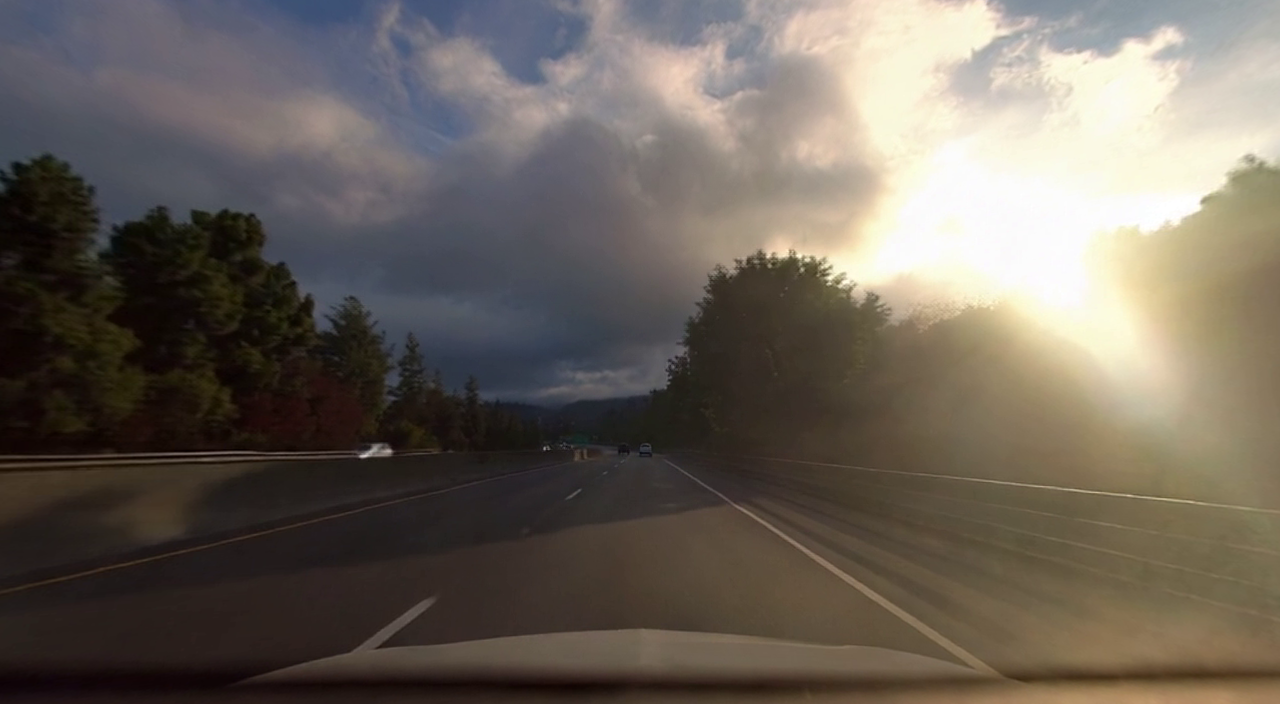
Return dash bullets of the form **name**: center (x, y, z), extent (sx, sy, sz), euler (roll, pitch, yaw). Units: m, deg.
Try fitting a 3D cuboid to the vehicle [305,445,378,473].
- **vehicle**: center (-16.787, 5.987, 35.679), extent (1.814, 1.456, 4.581), euler (0, -8, 1)
